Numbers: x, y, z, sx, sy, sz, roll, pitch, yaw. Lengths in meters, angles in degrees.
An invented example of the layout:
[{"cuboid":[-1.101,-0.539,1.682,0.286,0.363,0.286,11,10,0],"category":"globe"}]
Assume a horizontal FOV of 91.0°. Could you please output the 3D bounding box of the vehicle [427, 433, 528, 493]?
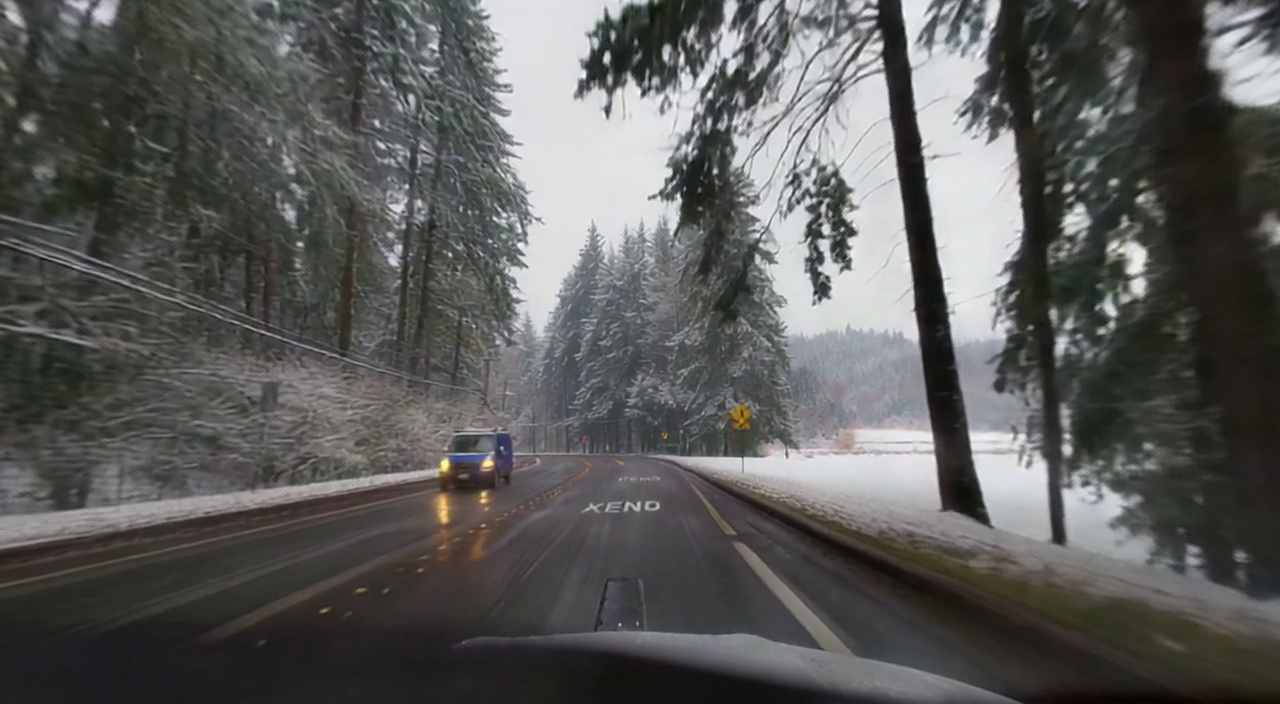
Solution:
[{"cuboid":[-5.793,4.035,23.366,2.394,1.900,5.863,0,-8,-2],"category":"vehicle"}]
